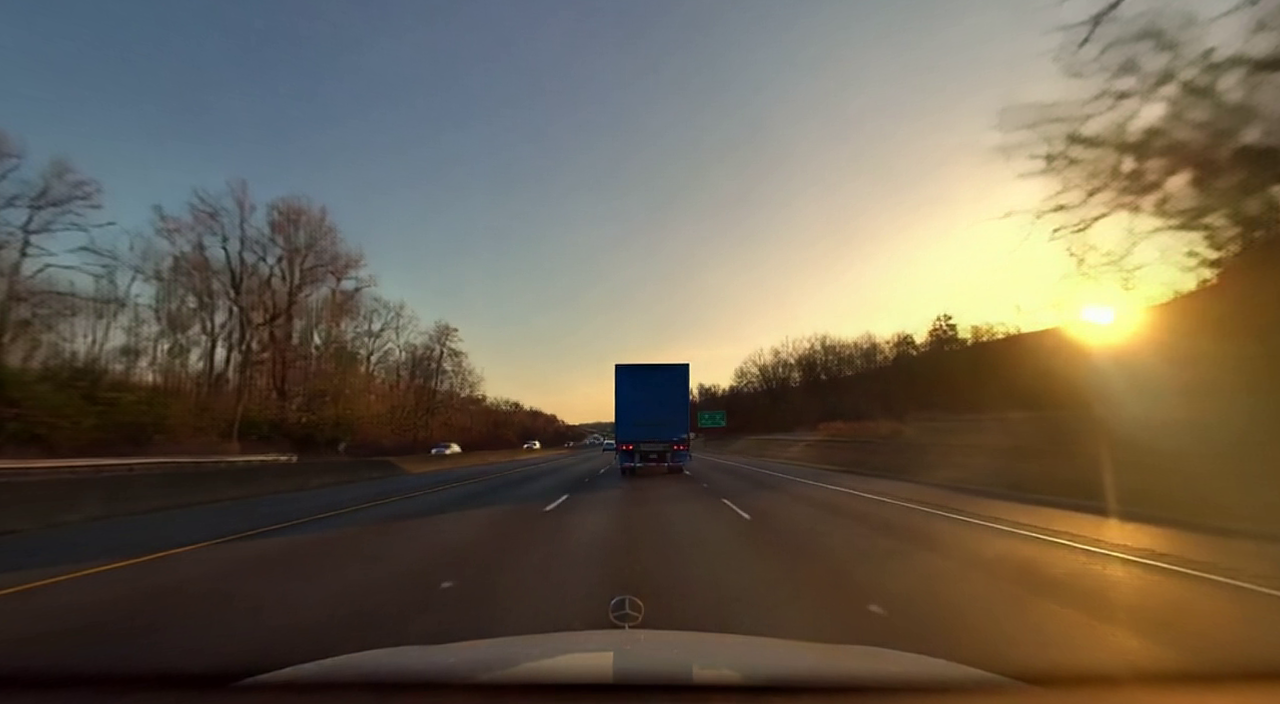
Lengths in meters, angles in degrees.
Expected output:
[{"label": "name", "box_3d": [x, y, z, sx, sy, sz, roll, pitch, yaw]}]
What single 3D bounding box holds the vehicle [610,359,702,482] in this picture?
[{"label": "vehicle", "box_3d": [0.553, 3.001, 25.955, 3.010, 4.039, 10.481, 0, -8, 0]}]
